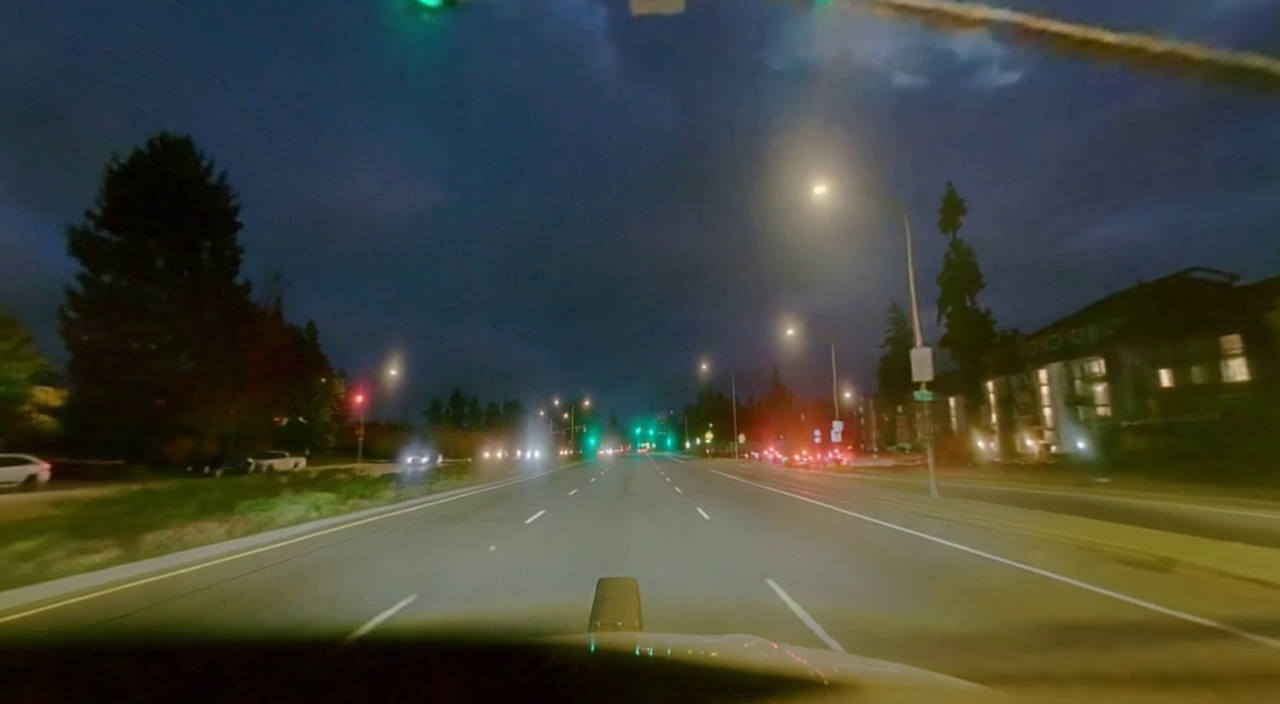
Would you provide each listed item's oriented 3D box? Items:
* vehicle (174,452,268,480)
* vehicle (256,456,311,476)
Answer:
[{"bbox_3d":[-24.688,6.719,37.487,1.916,1.524,4.993,-1,-9,3],"label":"vehicle"},{"bbox_3d":[-24.947,7.960,44.374,1.637,1.298,3.878,0,-9,0],"label":"vehicle"}]
